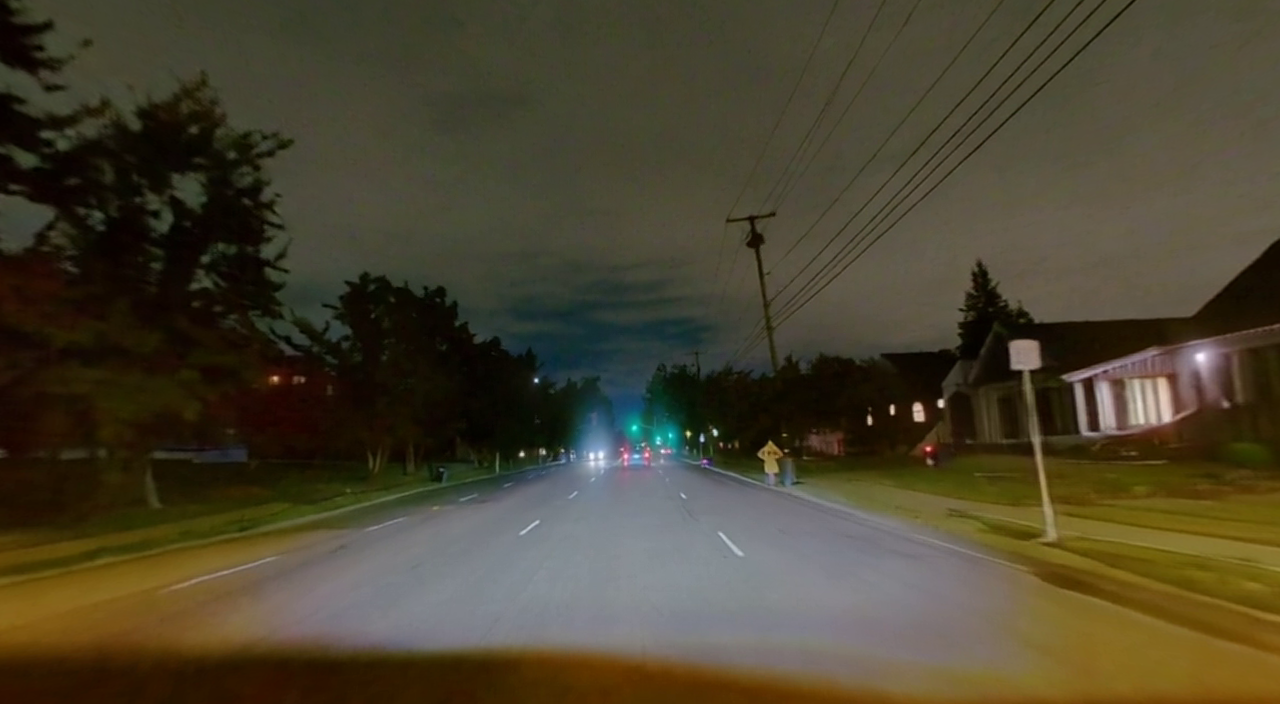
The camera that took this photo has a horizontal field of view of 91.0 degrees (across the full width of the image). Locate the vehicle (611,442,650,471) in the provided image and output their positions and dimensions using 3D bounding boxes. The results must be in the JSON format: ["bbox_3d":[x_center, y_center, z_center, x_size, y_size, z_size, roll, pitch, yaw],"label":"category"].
[{"bbox_3d":[-0.554,5.937,36.100,2.093,1.497,4.010,-1,-8,-1],"label":"vehicle"}]
